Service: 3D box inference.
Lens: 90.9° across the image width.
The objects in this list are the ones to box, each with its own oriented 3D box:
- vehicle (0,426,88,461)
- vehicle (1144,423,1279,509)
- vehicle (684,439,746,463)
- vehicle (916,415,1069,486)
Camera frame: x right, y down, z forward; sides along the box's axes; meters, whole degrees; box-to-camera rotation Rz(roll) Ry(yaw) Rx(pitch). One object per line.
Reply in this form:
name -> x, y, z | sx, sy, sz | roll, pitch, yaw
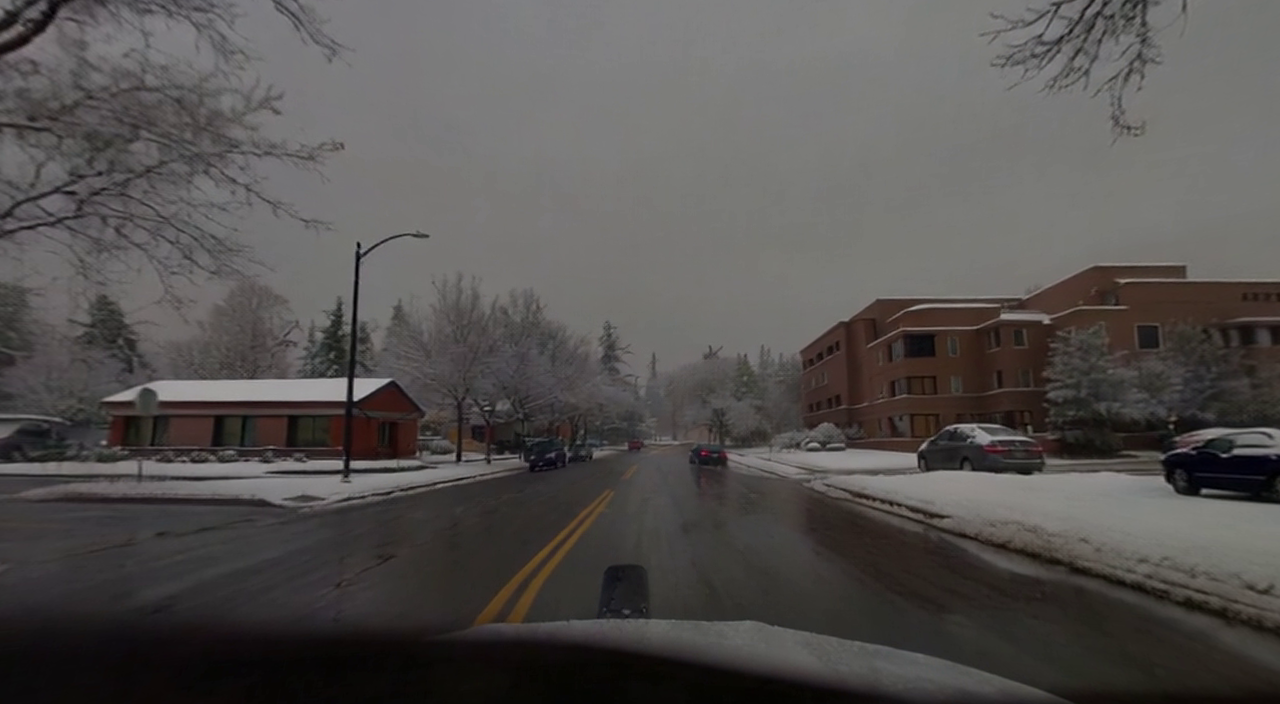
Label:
vehicle -> -30.099, 4.406, 30.232 | 4.814, 1.609, 2.197 | 3, -9, -19
vehicle -> 12.502, 2.168, 12.121 | 1.903, 1.528, 4.374 | 0, -9, -1
vehicle -> 5.681, 7.574, 48.133 | 4.277, 1.740, 2.097 | -8, -11, 41
vehicle -> 10.289, 2.994, 18.947 | 2.018, 1.840, 4.662 | -1, -10, 3
